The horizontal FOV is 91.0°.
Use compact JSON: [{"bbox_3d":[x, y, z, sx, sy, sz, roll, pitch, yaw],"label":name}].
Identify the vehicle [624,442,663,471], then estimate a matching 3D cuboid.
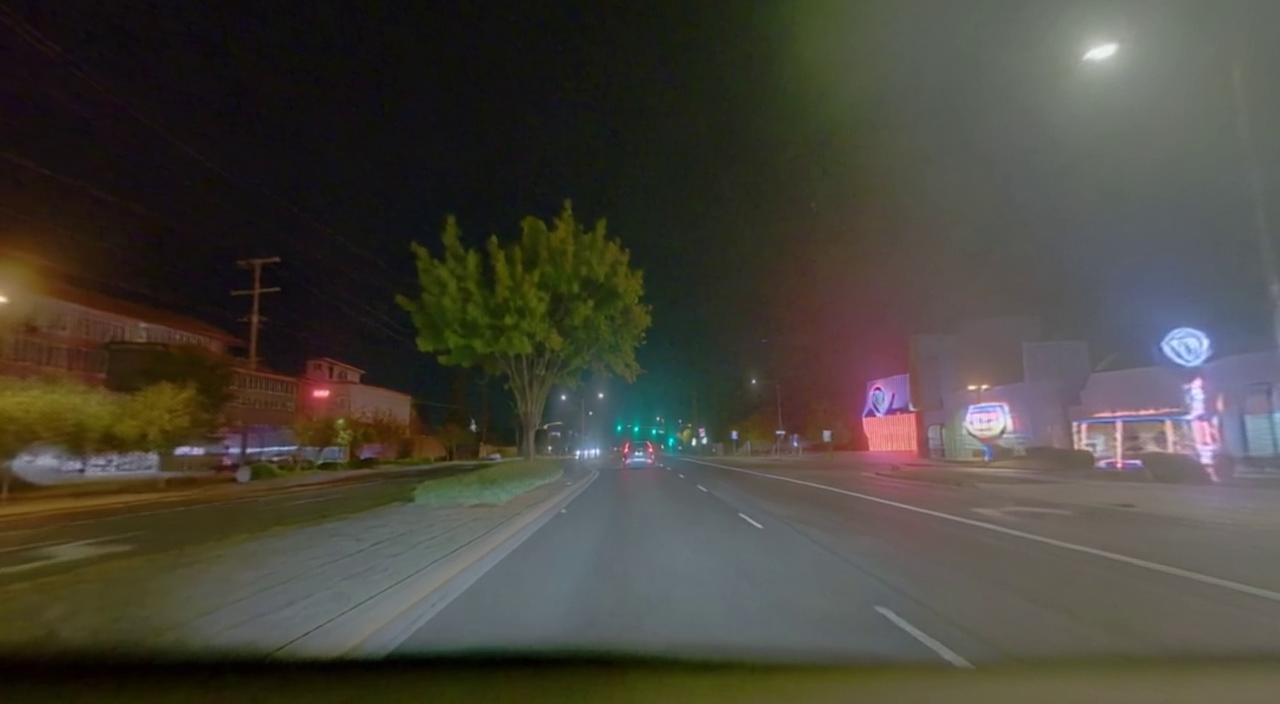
[{"bbox_3d":[0.125,5.592,33.875,1.998,1.452,3.773,0,-9,-2],"label":"vehicle"}]
